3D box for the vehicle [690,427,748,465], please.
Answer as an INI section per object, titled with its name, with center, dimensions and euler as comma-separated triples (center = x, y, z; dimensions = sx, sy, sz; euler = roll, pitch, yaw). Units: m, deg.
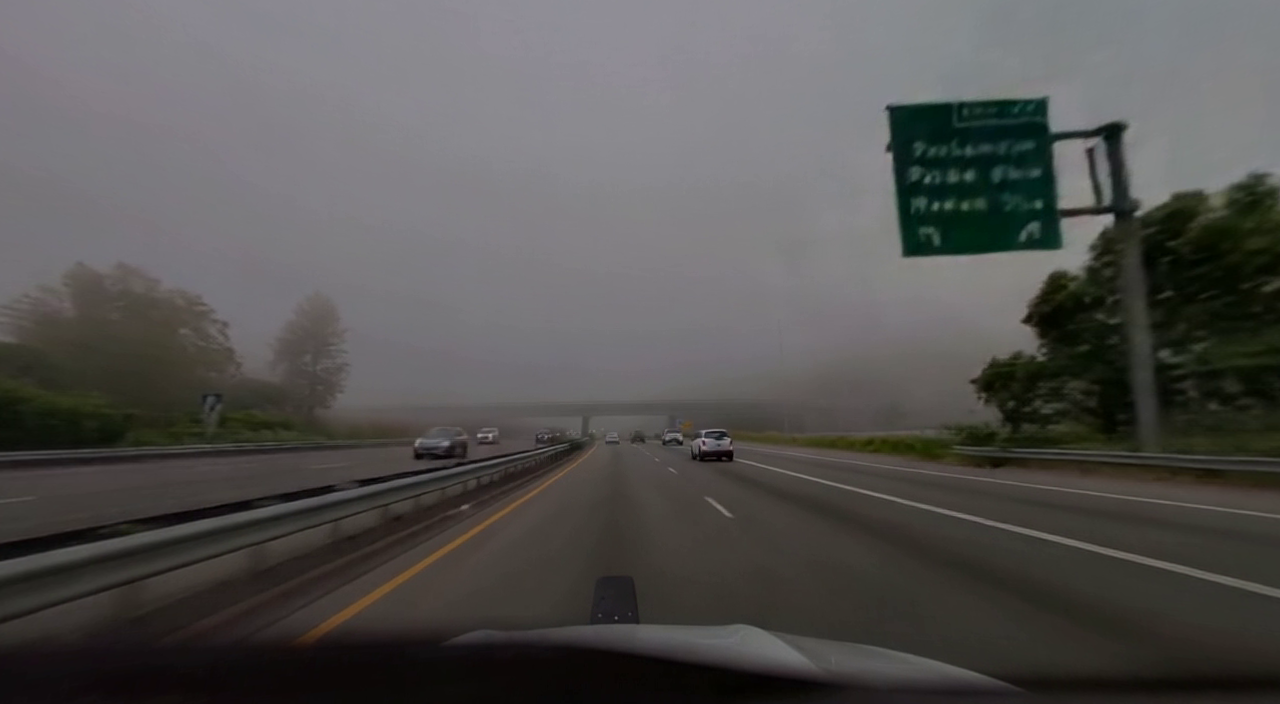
[vehicle]
center = 3.498, 4.209, 28.556
dimensions = 1.938, 1.578, 3.764
euler = 0, -8, -3
